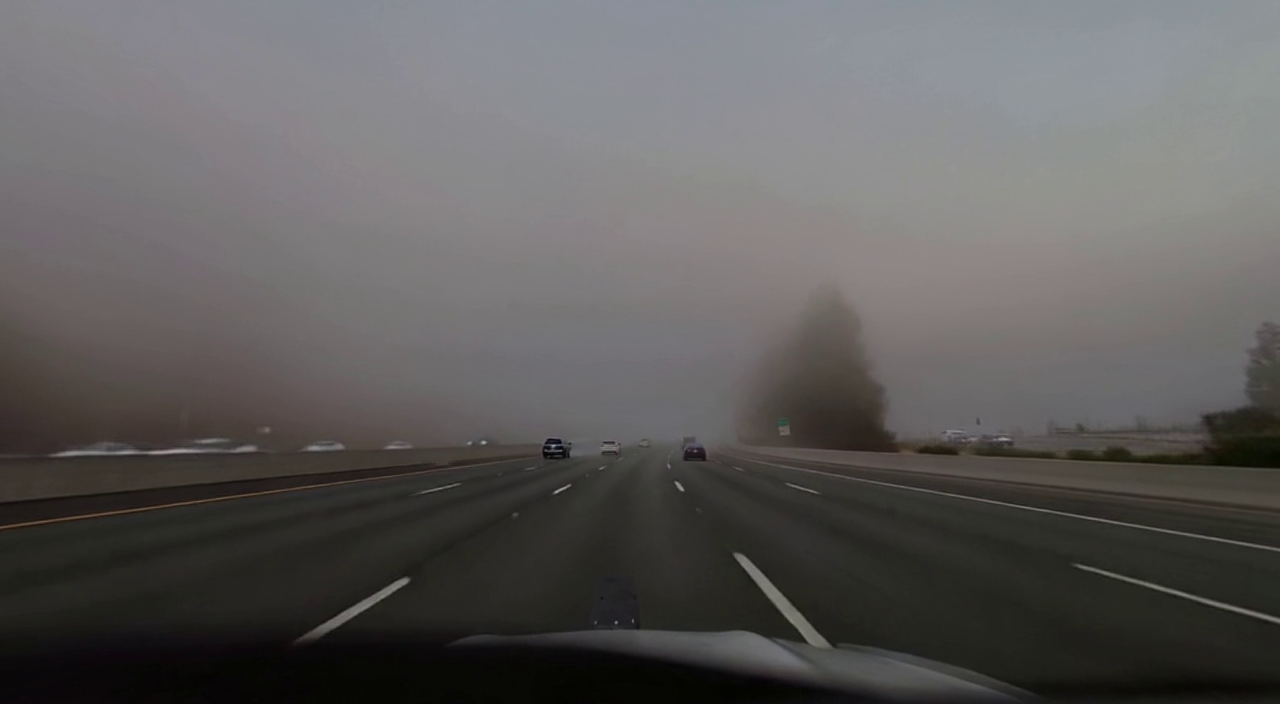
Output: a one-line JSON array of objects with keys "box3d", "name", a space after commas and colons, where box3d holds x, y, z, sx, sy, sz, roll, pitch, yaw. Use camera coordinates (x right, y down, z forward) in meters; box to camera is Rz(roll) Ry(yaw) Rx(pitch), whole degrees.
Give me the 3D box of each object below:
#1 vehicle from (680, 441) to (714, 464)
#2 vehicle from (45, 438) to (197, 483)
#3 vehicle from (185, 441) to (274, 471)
[{"box3d": [3.817, 6.815, 43.044, 1.967, 1.475, 4.080, 0, -8, 1], "name": "vehicle"}, {"box3d": [-19.514, 4.079, 24.070, 1.912, 1.536, 4.459, 0, -8, 1], "name": "vehicle"}, {"box3d": [-23.214, 5.882, 35.937, 1.899, 1.560, 4.551, 0, -8, 1], "name": "vehicle"}]
